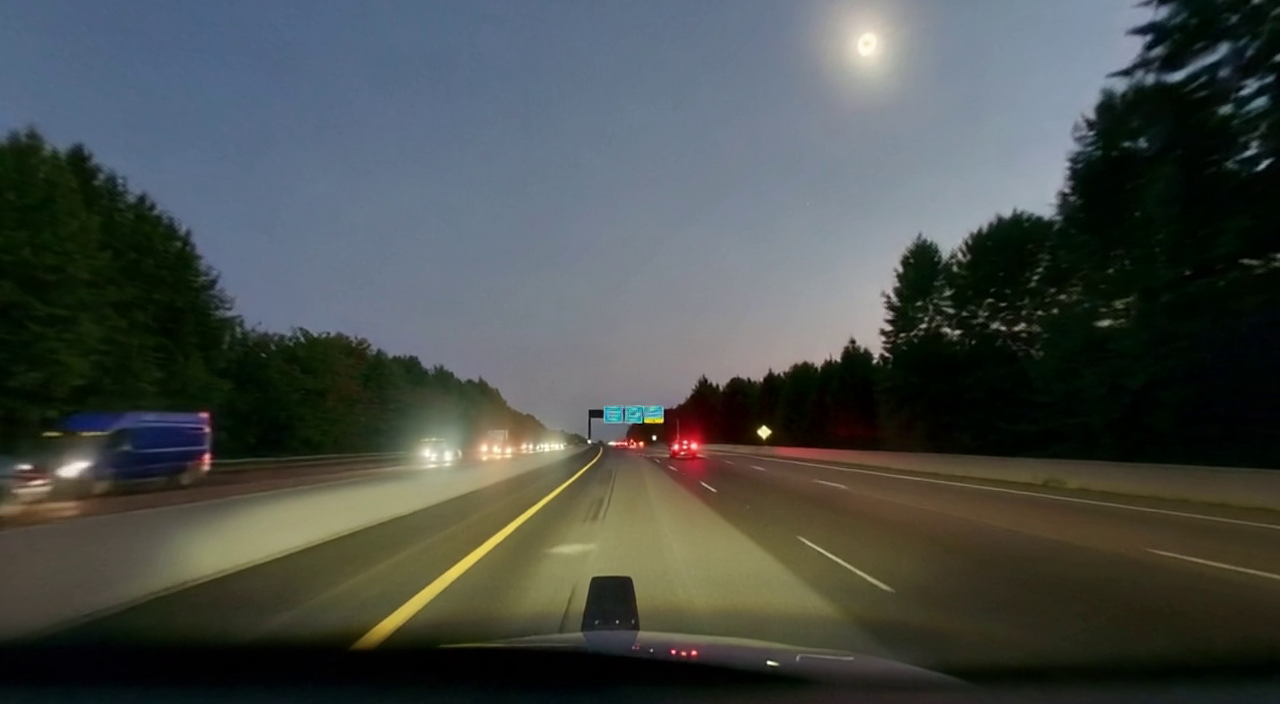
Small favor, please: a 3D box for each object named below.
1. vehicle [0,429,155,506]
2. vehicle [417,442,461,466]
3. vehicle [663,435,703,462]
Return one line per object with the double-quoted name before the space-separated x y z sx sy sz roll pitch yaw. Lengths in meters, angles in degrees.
"vehicle" -16.686 3.289 18.459 1.982 2.008 3.697 0 -8 -2
"vehicle" -13.795 7.006 43.453 1.820 1.509 3.968 0 -8 -2
"vehicle" 2.567 5.860 38.526 1.958 1.526 4.227 1 -8 -3
